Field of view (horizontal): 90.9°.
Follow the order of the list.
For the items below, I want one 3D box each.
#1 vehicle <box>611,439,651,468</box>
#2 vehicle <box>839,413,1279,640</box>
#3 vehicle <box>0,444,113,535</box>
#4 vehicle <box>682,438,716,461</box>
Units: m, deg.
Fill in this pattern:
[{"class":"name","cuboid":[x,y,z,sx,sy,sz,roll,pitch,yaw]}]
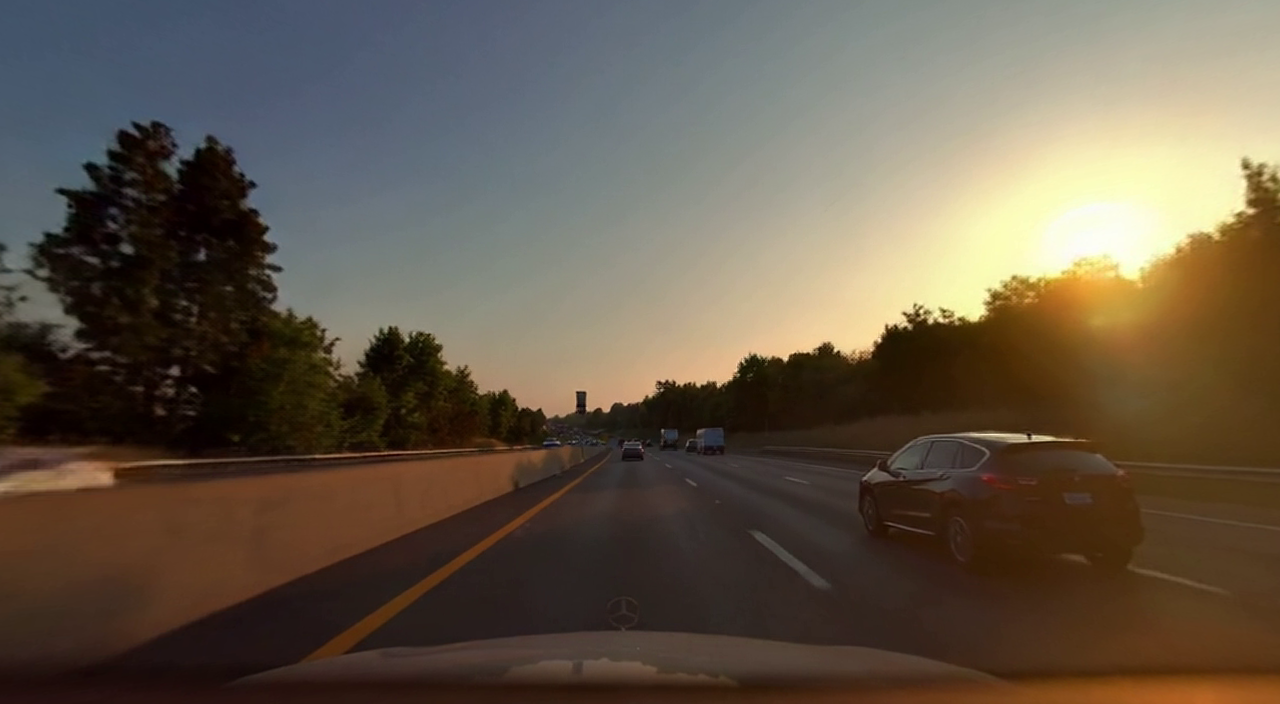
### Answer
[{"class":"vehicle","cuboid":[-0.518,5.500,34.618,2.055,1.466,4.317,0,-8,-1]},{"class":"vehicle","cuboid":[3.888,1.482,6.633,1.961,1.495,4.743,0,-8,-1]},{"class":"vehicle","cuboid":[-11.277,2.210,10.025,1.949,1.422,4.500,0,-8,-1]},{"class":"vehicle","cuboid":[4.214,6.972,45.392,1.995,1.556,3.893,0,-8,-2]}]
